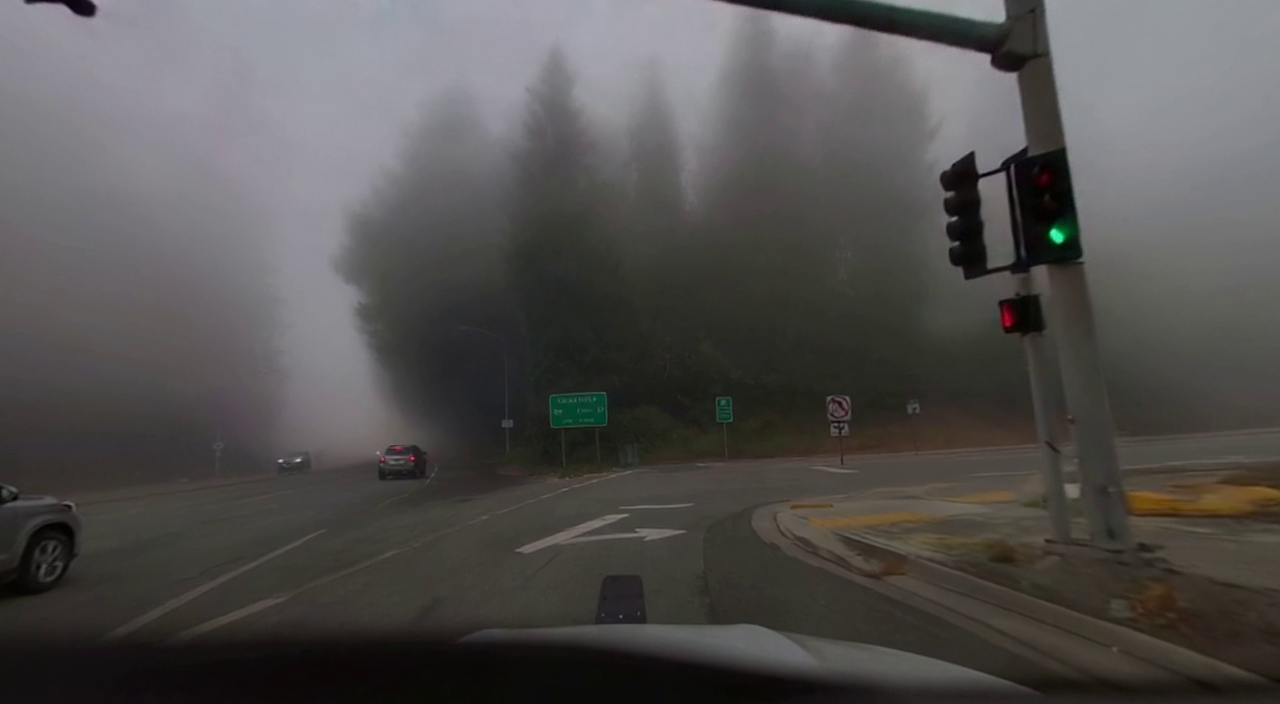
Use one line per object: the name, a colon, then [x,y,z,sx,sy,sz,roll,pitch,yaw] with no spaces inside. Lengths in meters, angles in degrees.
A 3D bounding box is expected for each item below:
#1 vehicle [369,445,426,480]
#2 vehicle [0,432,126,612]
vehicle: [-12.911,5.879,33.955,2.134,1.707,4.471,1,-9,-12]
vehicle: [-6.366,1.366,4.741,1.936,1.542,4.336,1,-9,-10]
